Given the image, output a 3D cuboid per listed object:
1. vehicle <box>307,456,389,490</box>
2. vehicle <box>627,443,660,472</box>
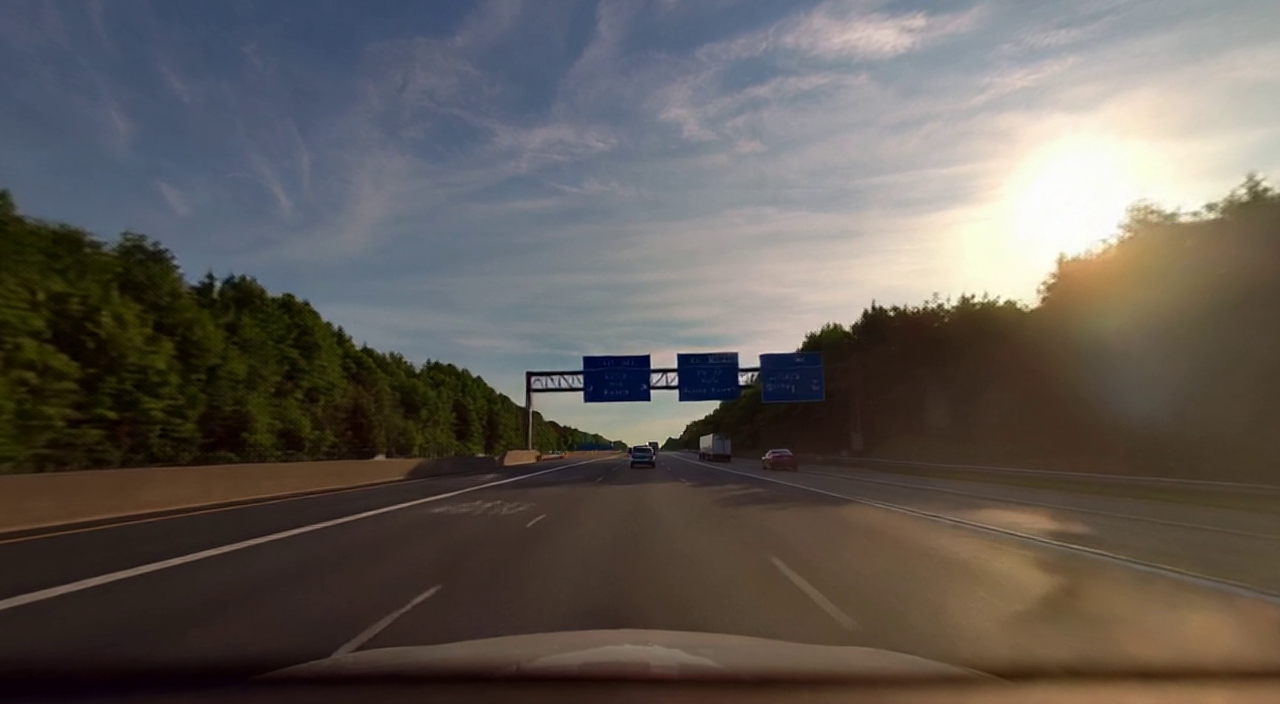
[{"bbox_3d":[-13.806,5.707,30.071,1.983,1.464,3.899,0,-9,1],"label":"vehicle"},{"bbox_3d":[0.259,7.214,43.201,2.167,1.847,4.097,0,-9,1],"label":"vehicle"}]
